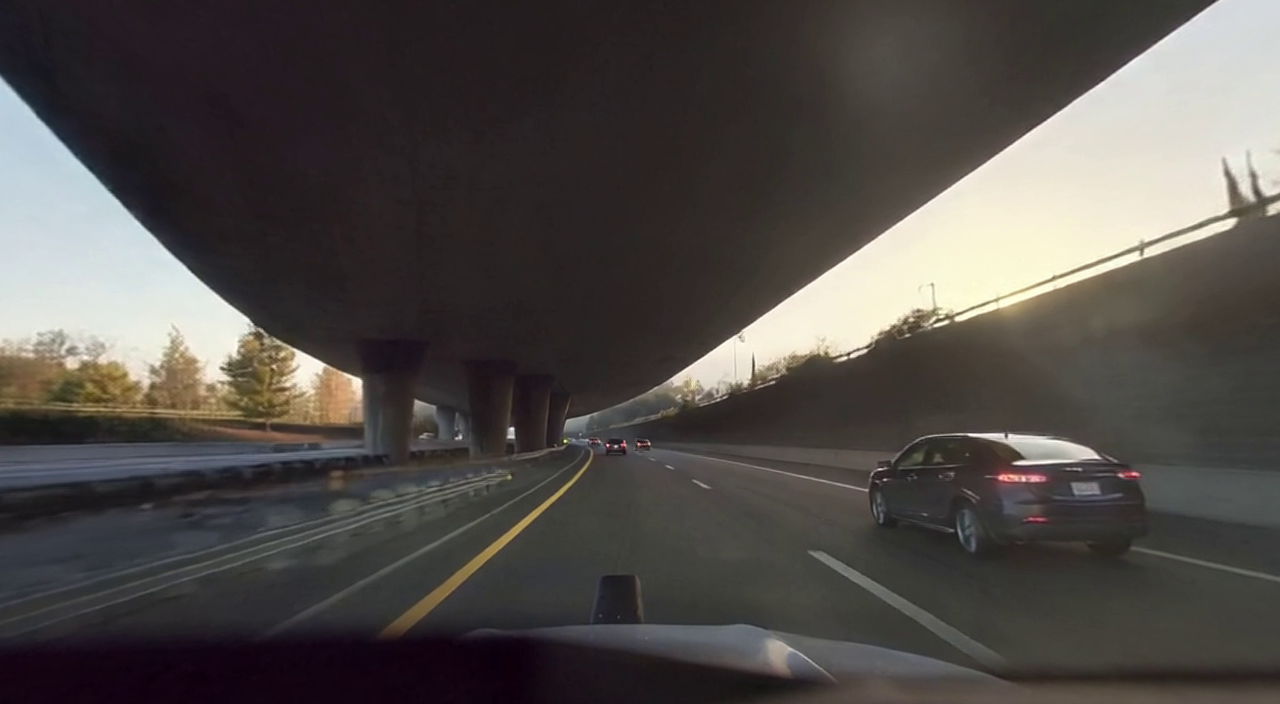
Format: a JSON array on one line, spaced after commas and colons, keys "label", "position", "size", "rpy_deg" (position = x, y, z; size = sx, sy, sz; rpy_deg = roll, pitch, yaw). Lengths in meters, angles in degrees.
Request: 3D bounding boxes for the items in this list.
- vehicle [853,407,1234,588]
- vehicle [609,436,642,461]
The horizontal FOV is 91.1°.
[{"label": "vehicle", "position": [4.055, 1.481, 7.202], "size": [1.852, 1.513, 3.652], "rpy_deg": [0, -8, -1]}, {"label": "vehicle", "position": [-0.963, 6.141, 40.203], "size": [1.998, 1.512, 3.735], "rpy_deg": [0, -8, -3]}]
